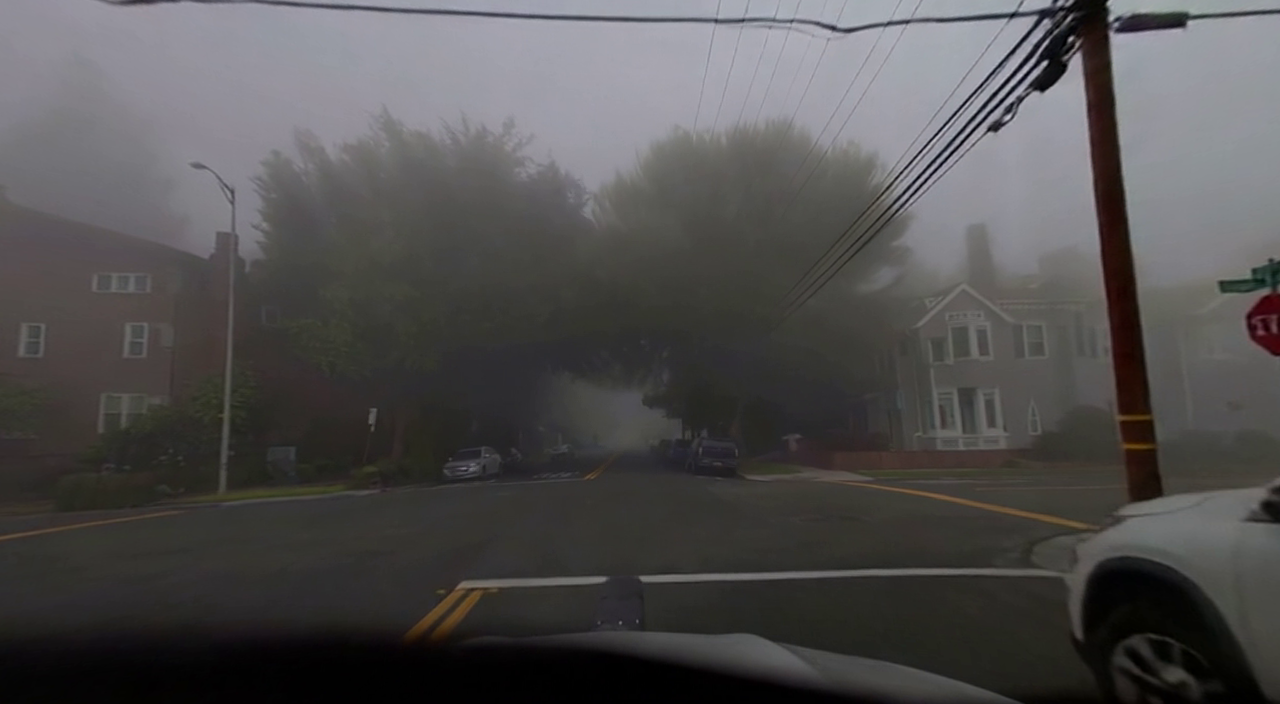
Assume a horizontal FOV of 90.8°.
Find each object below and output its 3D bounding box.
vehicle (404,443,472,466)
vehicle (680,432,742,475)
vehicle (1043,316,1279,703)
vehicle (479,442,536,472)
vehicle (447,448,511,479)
[{"bbox_3d":[-13.488,6.863,42.265,3.905,1.480,1.892,0,-9,-1],"label":"vehicle"},{"bbox_3d":[3.006,4.436,27.814,2.114,1.708,4.474,0,-9,-1],"label":"vehicle"},{"bbox_3d":[3.170,0.581,1.023,2.035,1.708,4.355,0,-9,-2],"label":"vehicle"},{"bbox_3d":[-7.145,5.710,34.619,1.957,1.549,4.527,0,-9,2],"label":"vehicle"},{"bbox_3d":[-7.289,5.054,29.035,1.926,1.307,3.909,0,-9,0],"label":"vehicle"}]
